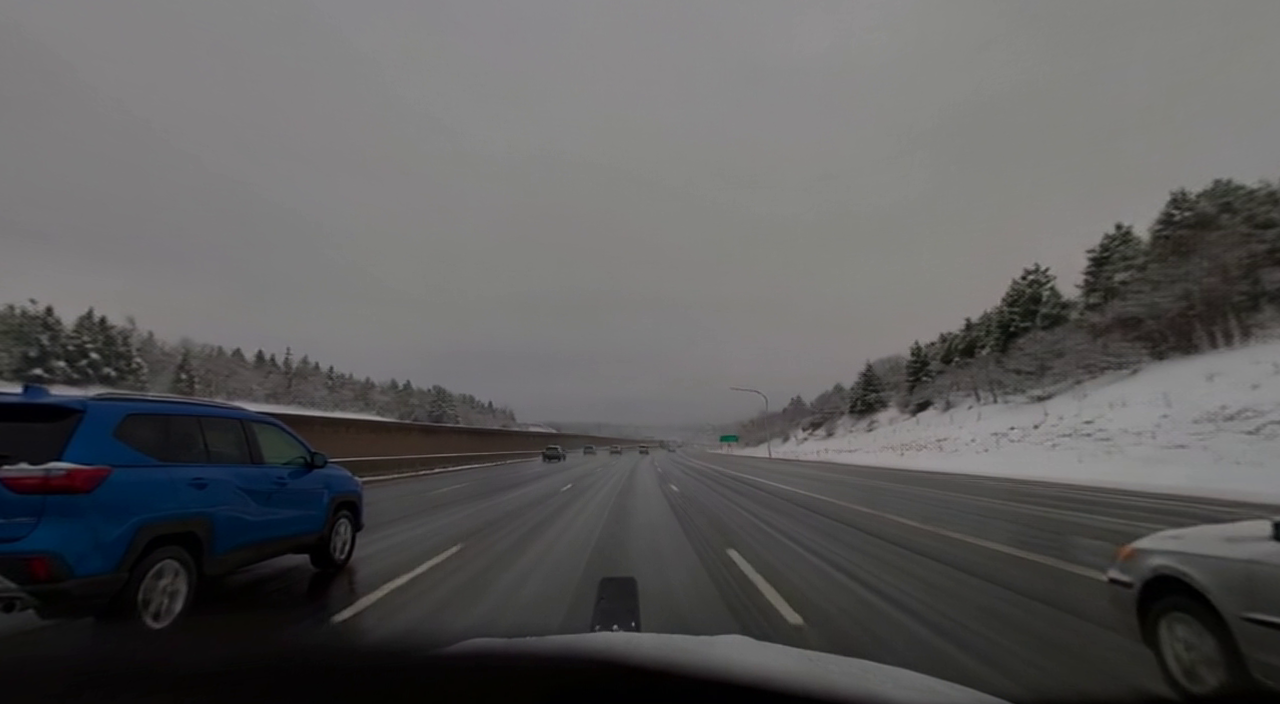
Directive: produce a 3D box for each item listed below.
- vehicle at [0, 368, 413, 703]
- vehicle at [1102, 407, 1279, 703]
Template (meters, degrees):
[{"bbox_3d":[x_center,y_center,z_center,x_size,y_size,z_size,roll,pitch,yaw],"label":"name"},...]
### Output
[{"bbox_3d":[-3.836,1.279,5.364,2.047,1.715,4.689,0,-9,0],"label":"vehicle"},{"bbox_3d":[3.596,0.796,1.382,1.847,1.493,4.303,0,-9,-1],"label":"vehicle"}]
